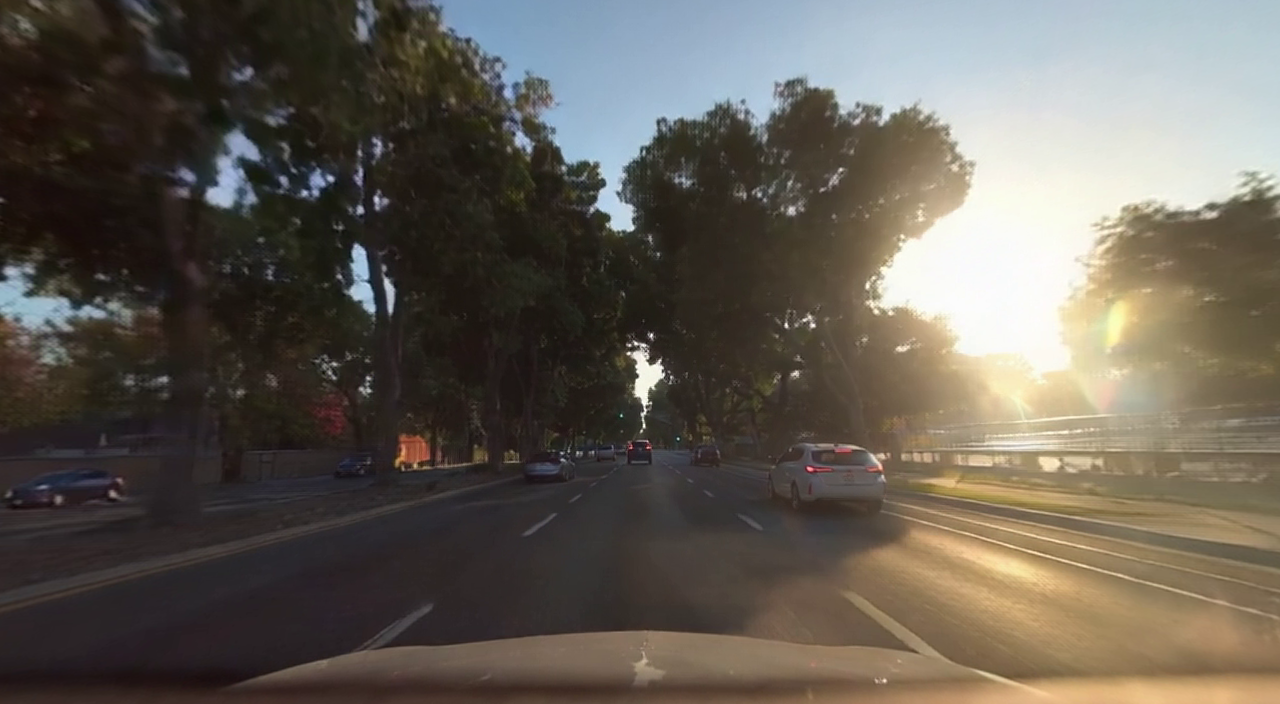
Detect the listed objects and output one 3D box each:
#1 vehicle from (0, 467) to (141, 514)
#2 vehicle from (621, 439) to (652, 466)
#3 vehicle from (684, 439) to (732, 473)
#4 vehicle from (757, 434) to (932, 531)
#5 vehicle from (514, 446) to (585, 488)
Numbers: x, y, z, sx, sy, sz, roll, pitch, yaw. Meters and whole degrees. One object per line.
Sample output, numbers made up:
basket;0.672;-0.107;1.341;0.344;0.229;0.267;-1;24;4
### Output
vehicle;-22.655;5.388;24.881;1.908;1.483;4.835;0;-8;0
vehicle;-0.291;7.478;47.021;2.247;1.882;4.603;0;-8;-1
vehicle;3.631;5.641;34.435;1.980;1.709;4.367;0;-8;-1
vehicle;3.606;2.358;12.049;1.919;1.502;4.232;0;-8;0
vehicle;-3.166;4.116;22.858;2.013;1.354;3.908;0;-8;0
